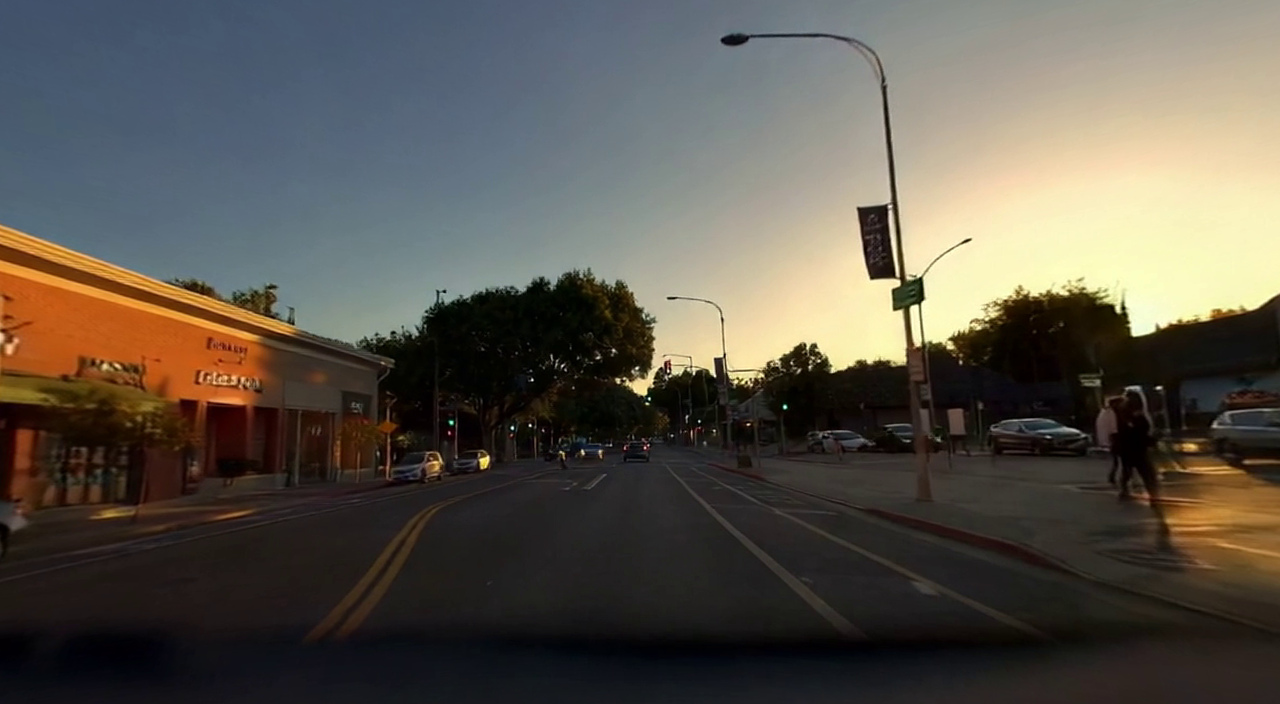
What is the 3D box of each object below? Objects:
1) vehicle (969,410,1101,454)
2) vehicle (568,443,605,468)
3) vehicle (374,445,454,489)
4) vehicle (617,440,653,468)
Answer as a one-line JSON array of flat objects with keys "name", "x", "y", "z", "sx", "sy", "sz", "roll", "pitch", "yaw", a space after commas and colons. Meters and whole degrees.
[{"name": "vehicle", "x": 16.697, "y": 3.433, "z": 26.887, "sx": 4.135, "sy": 1.753, "sz": 2.122, "roll": 0, "pitch": -8, "yaw": 2}, {"name": "vehicle", "x": -3.203, "y": 6.308, "z": 38.730, "sx": 1.987, "sy": 1.461, "sz": 4.228, "roll": 0, "pitch": -8, "yaw": -1}, {"name": "vehicle", "x": -10.881, "y": 5.523, "z": 30.837, "sx": 2.033, "sy": 1.930, "sz": 4.786, "roll": 0, "pitch": -8, "yaw": 1}, {"name": "vehicle", "x": -0.273, "y": 6.229, "z": 38.850, "sx": 2.105, "sy": 1.611, "sz": 3.750, "roll": 0, "pitch": -8, "yaw": 0}]
